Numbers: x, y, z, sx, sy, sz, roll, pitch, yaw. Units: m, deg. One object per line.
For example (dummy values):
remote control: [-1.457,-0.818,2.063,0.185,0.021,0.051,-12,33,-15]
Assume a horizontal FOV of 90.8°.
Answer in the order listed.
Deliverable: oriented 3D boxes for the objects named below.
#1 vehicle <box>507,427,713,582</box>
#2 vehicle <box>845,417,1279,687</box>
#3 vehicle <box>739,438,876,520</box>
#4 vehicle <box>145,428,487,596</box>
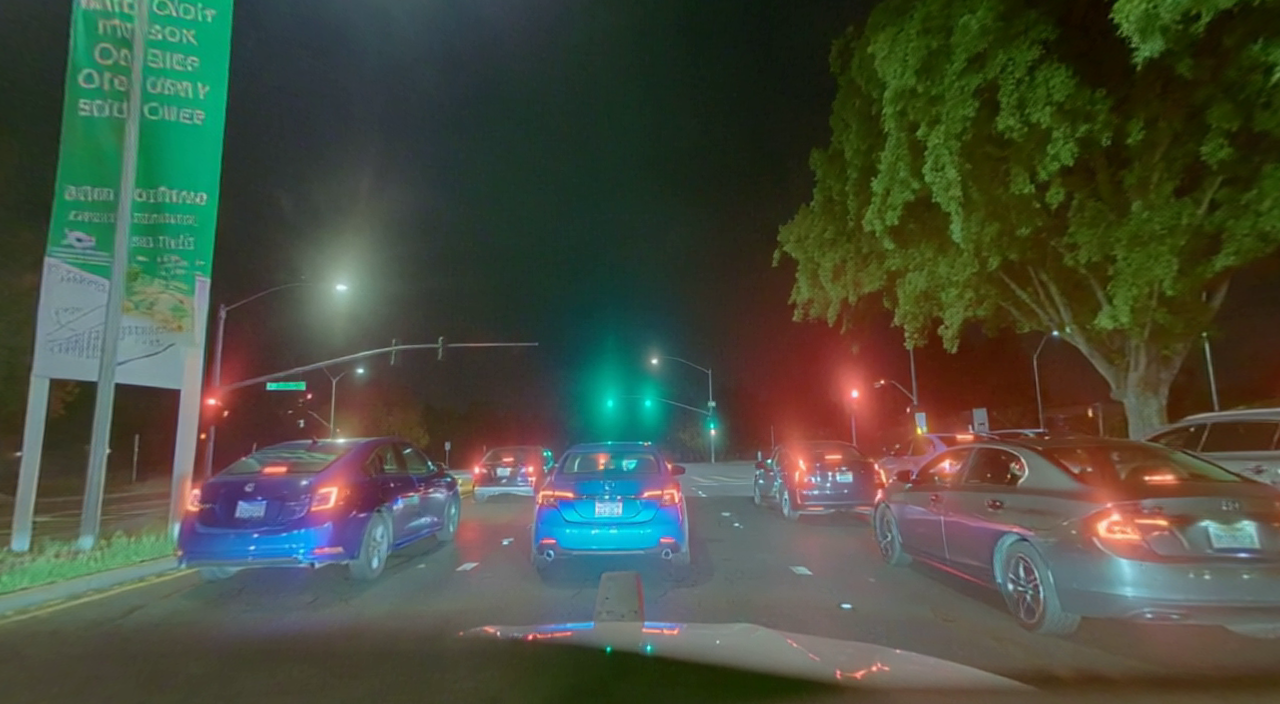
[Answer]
vehicle: [-0.321,1.756,8.006,1.994,1.479,3.647,0,-9,-1]
vehicle: [3.609,1.437,5.774,1.953,1.471,4.470,0,-9,0]
vehicle: [3.397,2.635,13.642,1.852,1.498,3.825,0,-9,-1]
vehicle: [-3.359,1.722,7.675,1.929,1.457,4.136,0,-9,0]
